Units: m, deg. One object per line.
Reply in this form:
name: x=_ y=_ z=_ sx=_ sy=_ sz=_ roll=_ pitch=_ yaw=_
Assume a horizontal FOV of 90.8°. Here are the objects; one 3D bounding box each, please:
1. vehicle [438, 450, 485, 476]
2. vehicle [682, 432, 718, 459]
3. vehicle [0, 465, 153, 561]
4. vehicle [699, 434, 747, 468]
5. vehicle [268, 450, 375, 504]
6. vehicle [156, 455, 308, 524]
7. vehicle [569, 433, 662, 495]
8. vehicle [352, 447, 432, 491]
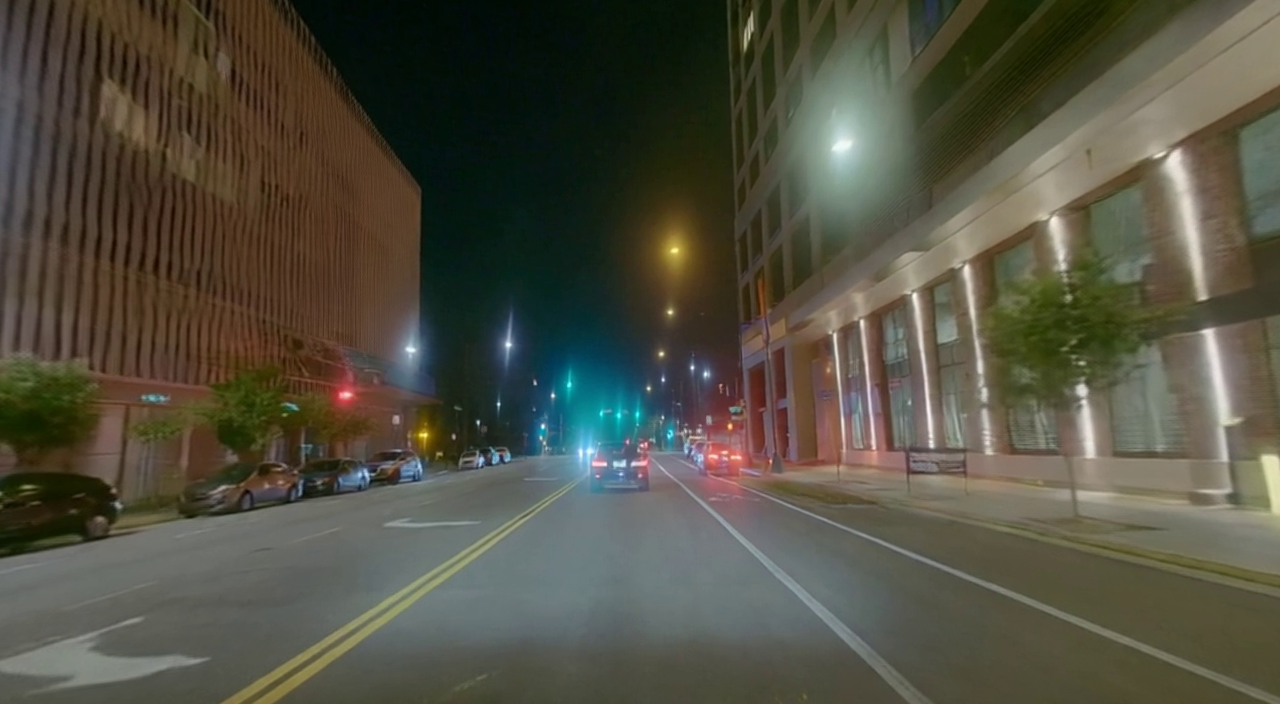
vehicle: x=-12.330 y=7.638 z=43.869 sx=1.968 sy=1.469 sz=4.523 roll=-3 pitch=-8 yaw=-1
vehicle: x=4.396 y=6.948 z=46.981 sx=1.972 sy=1.822 sz=4.889 roll=-3 pitch=-8 yaw=-1
vehicle: x=-11.790 y=2.923 z=11.495 sx=1.991 sy=1.507 sz=4.879 roll=-2 pitch=-8 yaw=0
vehicle: x=4.381 y=5.318 z=34.116 sx=1.924 sy=1.645 sz=4.528 roll=-1 pitch=-8 yaw=0
vehicle: x=-12.235 y=4.785 z=24.641 sx=1.945 sy=1.712 sz=4.648 roll=-3 pitch=-8 yaw=-2
vehicle: x=-12.087 y=4.034 z=19.068 sx=1.976 sy=1.577 sz=4.091 roll=-6 pitch=-8 yaw=-1
vehicle: x=-0.609 y=3.037 z=17.441 sx=2.269 sy=1.479 sz=3.980 roll=0 pitch=-8 yaw=0
vehicle: x=-12.037 y=5.674 z=31.025 sx=2.090 sy=1.784 sz=4.832 roll=-4 pitch=-8 yaw=-2
